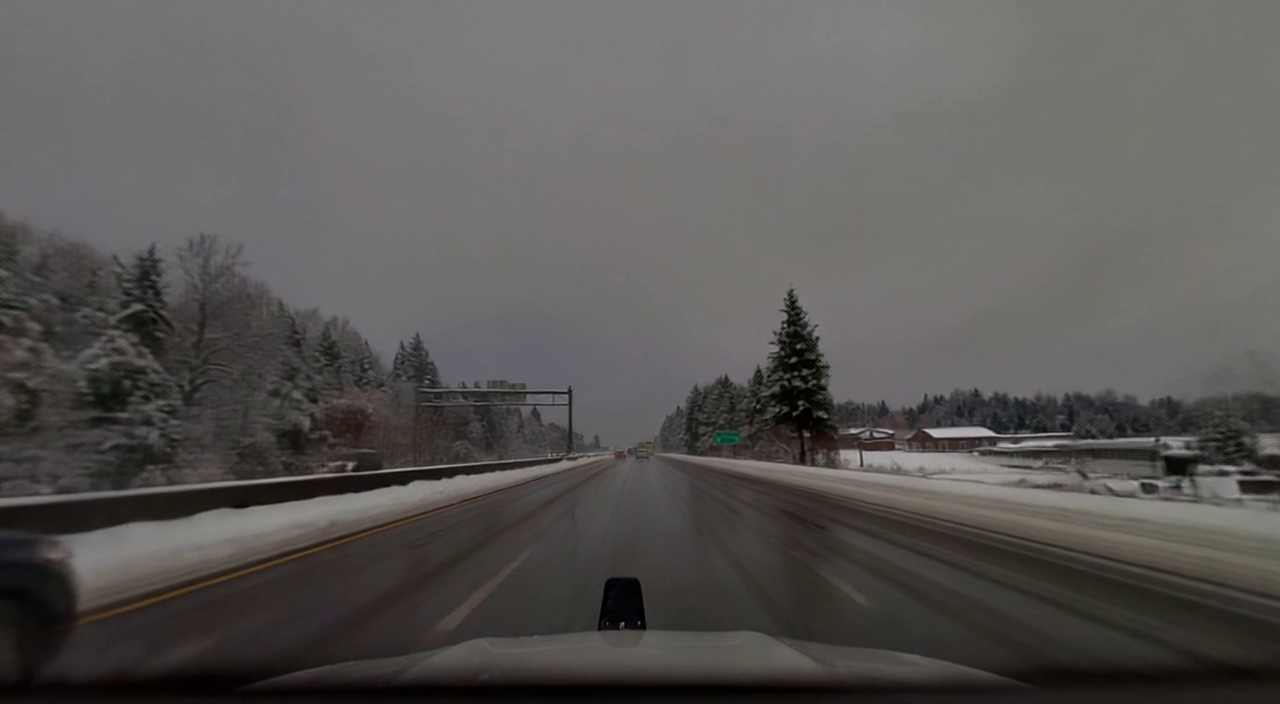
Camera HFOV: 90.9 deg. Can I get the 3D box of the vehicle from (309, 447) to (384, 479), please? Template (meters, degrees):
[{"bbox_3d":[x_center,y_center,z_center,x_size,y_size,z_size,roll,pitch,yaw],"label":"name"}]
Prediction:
[{"bbox_3d":[-16.476,6.265,35.684,1.994,1.649,4.641,0,-9,1],"label":"vehicle"}]
